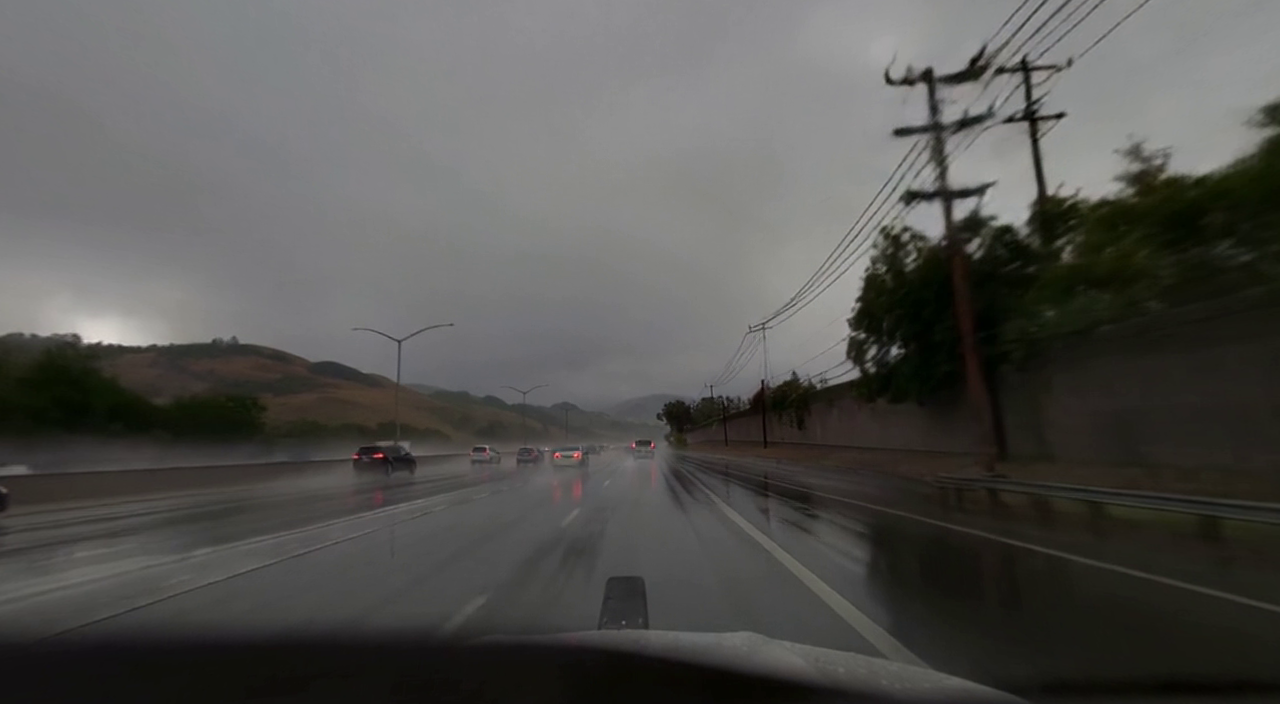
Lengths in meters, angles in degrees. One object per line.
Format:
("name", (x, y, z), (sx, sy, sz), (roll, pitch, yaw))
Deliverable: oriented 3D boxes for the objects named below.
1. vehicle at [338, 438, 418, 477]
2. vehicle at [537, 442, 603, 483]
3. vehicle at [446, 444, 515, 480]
("vehicle", (-14.209, 5.755, 34.619), (2.172, 1.946, 5.017), (0, -9, 1))
("vehicle", (-2.664, 4.345, 25.113), (2.064, 1.446, 4.409), (0, -9, 1))
("vehicle", (-7.081, 4.909, 28.433), (1.899, 1.472, 4.202), (0, -9, 2))
